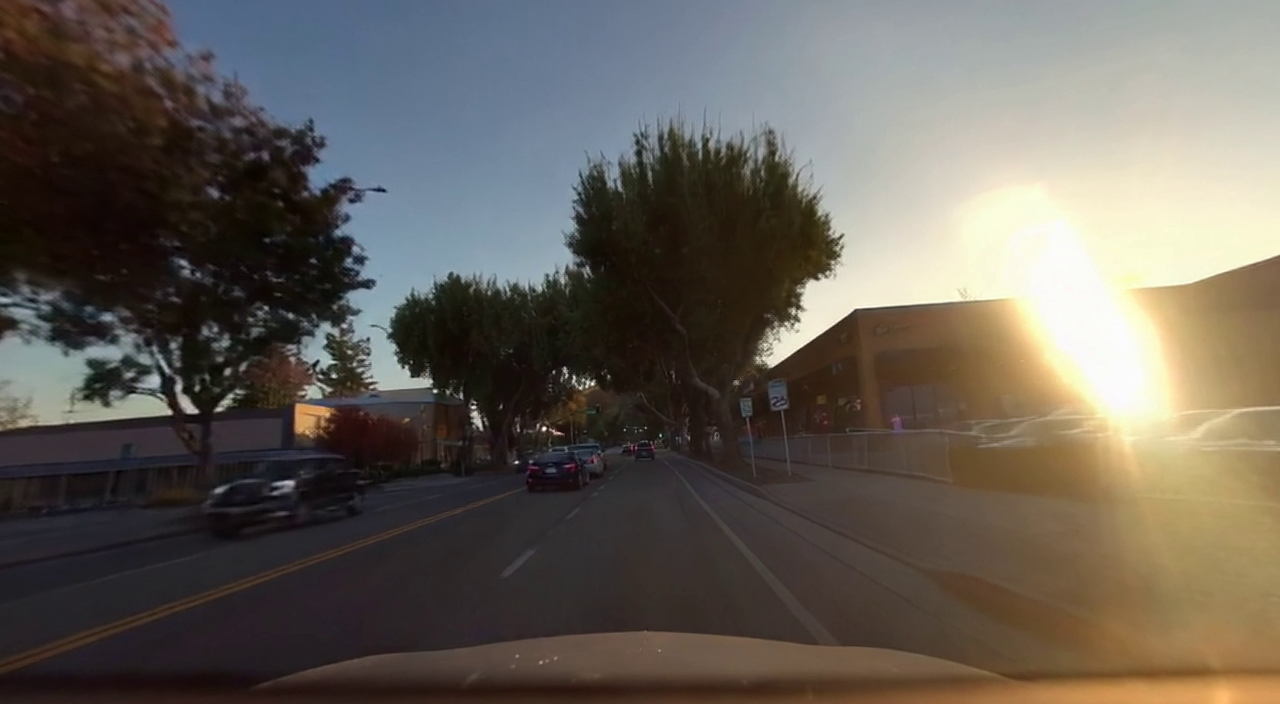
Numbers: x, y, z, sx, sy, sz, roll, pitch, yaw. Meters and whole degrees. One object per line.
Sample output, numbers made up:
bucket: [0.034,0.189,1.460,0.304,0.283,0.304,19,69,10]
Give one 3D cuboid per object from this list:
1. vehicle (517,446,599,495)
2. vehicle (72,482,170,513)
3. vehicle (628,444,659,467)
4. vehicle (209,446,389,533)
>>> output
vehicle: [-2.567,3.839,20.948,2.099,1.424,4.609,0,-8,0]
vehicle: [-34.634,9.731,42.141,4.558,1.819,2.094,1,-10,0]
vehicle: [0.178,6.977,42.806,2.020,1.478,3.922,0,-8,-1]
vehicle: [-8.507,3.391,16.354,1.995,1.880,4.703,0,-8,0]
